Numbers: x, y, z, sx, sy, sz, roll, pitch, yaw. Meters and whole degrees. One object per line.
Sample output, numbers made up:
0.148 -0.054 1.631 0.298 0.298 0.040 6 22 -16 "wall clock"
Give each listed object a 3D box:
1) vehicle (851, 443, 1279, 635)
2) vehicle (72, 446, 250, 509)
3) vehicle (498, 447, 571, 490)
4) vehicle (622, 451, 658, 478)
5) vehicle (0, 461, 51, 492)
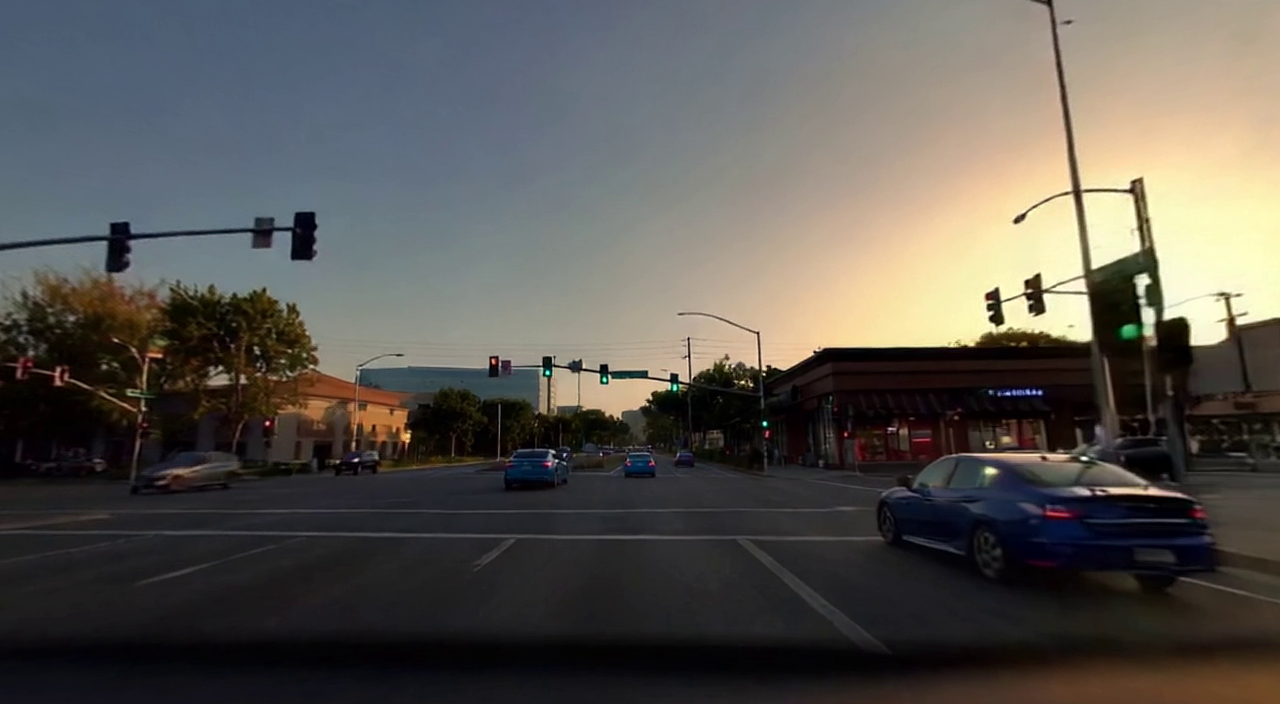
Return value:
4.417 1.836 7.471 2.119 1.479 4.910 0 -8 0 "vehicle"
-13.990 3.636 18.861 1.987 1.641 4.185 0 -9 0 "vehicle"
-4.135 4.638 25.563 2.035 1.564 4.702 0 -9 1 "vehicle"
-0.016 6.796 38.407 2.072 1.473 4.139 0 -8 -1 "vehicle"
-37.059 7.200 36.574 3.931 1.653 2.134 -1 -9 7 "vehicle"
